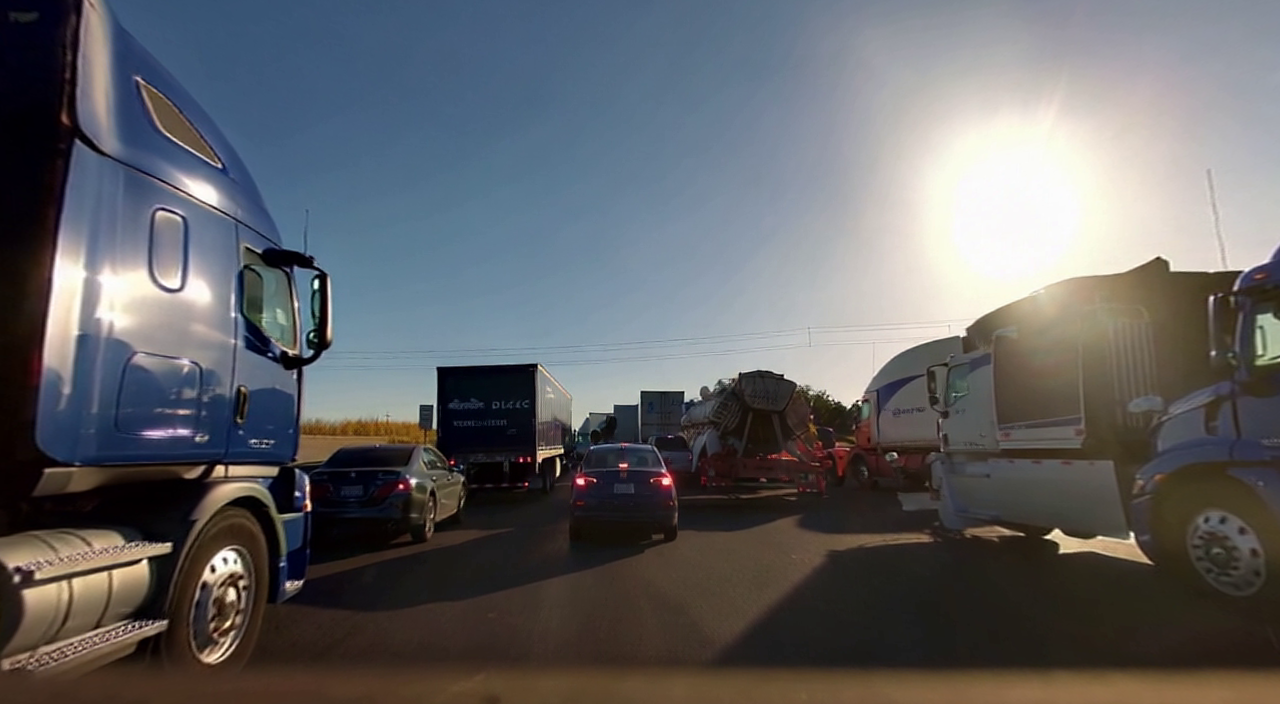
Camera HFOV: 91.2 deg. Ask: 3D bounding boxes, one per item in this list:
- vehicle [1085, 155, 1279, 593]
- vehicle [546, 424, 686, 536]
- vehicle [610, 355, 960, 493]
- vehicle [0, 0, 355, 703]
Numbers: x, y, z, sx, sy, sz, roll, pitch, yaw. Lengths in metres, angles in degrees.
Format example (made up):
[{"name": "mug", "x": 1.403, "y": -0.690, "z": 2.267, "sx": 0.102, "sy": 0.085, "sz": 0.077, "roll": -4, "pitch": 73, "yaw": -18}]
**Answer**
[{"name": "vehicle", "x": 11.165, "y": -0.299, "z": 3.465, "sx": 13.564, "sy": 4.152, "sz": 3.110, "roll": -9, "pitch": -12, "yaw": 42}, {"name": "vehicle", "x": -0.401, "y": 2.280, "z": 11.678, "sx": 2.140, "sy": 1.682, "sz": 3.971, "roll": 0, "pitch": -9, "yaw": -1}, {"name": "vehicle", "x": 4.498, "y": 3.108, "z": 25.158, "sx": 2.877, "sy": 4.124, "sz": 14.516, "roll": 4, "pitch": -10, "yaw": -41}, {"name": "vehicle", "x": -3.963, "y": -0.149, "z": 0.874, "sx": 2.986, "sy": 3.391, "sz": 9.523, "roll": 0, "pitch": -9, "yaw": -2}]
